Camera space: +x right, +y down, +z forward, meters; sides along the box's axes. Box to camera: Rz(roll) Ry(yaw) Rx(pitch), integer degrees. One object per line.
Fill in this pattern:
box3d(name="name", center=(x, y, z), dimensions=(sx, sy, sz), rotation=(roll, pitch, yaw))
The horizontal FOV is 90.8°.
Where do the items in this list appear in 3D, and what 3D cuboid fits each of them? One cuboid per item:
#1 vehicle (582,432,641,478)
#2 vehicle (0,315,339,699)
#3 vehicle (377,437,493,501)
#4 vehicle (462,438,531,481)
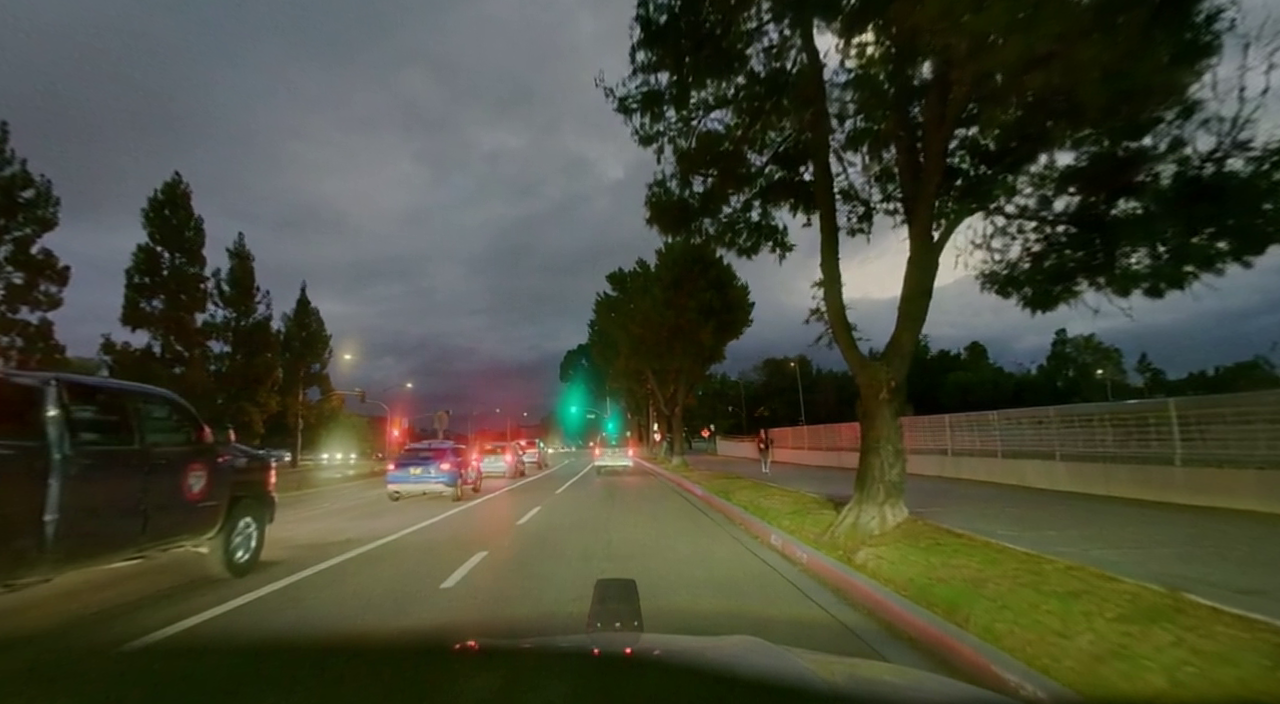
box3d(name="vehicle", center=(-1.265, 4.433, 27.429), dimensions=(2.368, 1.829, 4.293), rotation=(0, -9, -3))
box3d(name="vehicle", center=(-4.972, 0.960, 4.165), dimensions=(2.860, 2.090, 6.593), rotation=(0, -9, -1))
box3d(name="vehicle", center=(-5.758, 3.327, 18.353), dimensions=(2.069, 1.616, 4.108), rotation=(0, -9, -2))
box3d(name="vehicle", center=(-6.058, 4.592, 27.217), dimensions=(2.010, 1.674, 4.484), rotation=(0, -9, -1))
